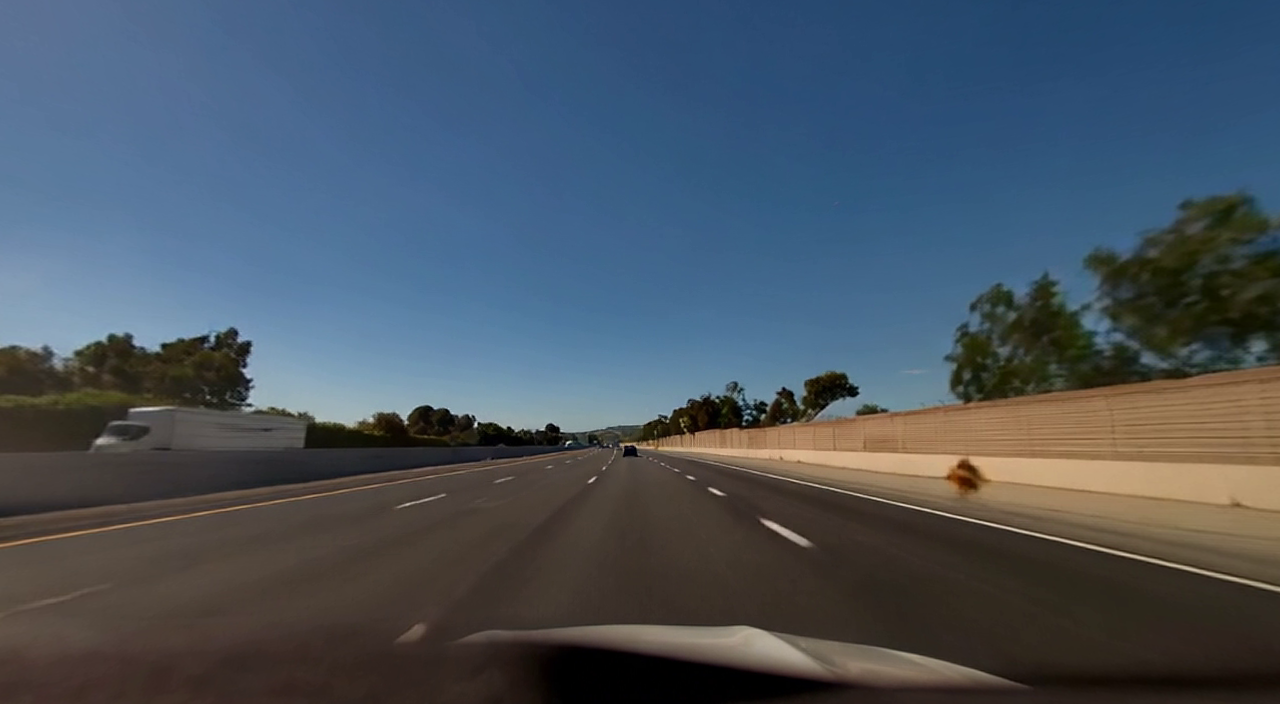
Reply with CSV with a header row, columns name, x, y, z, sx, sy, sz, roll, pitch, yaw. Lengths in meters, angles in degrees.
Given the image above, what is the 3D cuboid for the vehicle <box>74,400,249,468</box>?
name,x,y,z,sx,sy,sz,roll,pitch,yaw
vehicle,-30.304,5.492,41.040,2.928,3.779,11.157,0,-9,-2
